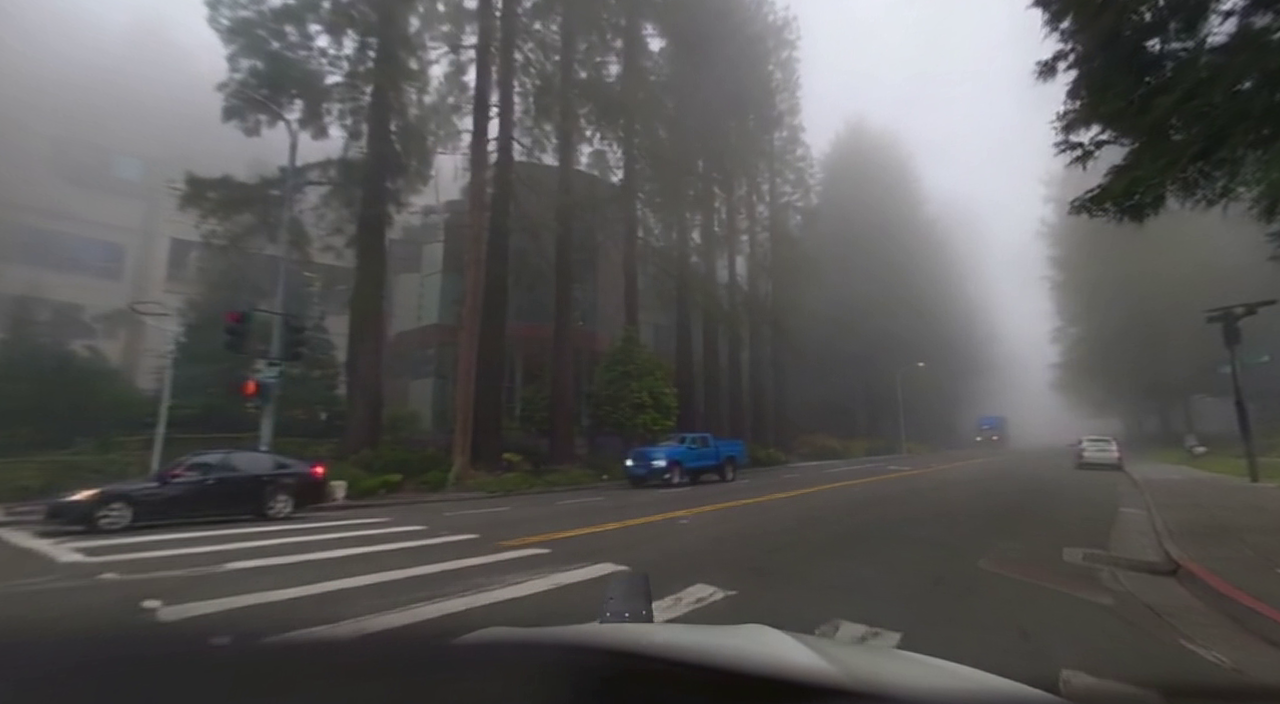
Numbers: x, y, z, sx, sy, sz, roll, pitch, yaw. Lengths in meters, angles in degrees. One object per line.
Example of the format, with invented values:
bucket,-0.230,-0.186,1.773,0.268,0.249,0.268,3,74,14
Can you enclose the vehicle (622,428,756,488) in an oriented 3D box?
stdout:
vehicle,1.701,3.385,20.499,2.145,1.687,4.662,-7,-10,37

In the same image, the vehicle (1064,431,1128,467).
vehicle,20.738,4.398,28.691,2.098,1.509,4.389,-6,-10,35

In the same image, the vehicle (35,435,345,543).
vehicle,-7.222,2.110,10.394,1.757,1.410,3.816,-8,-12,44
